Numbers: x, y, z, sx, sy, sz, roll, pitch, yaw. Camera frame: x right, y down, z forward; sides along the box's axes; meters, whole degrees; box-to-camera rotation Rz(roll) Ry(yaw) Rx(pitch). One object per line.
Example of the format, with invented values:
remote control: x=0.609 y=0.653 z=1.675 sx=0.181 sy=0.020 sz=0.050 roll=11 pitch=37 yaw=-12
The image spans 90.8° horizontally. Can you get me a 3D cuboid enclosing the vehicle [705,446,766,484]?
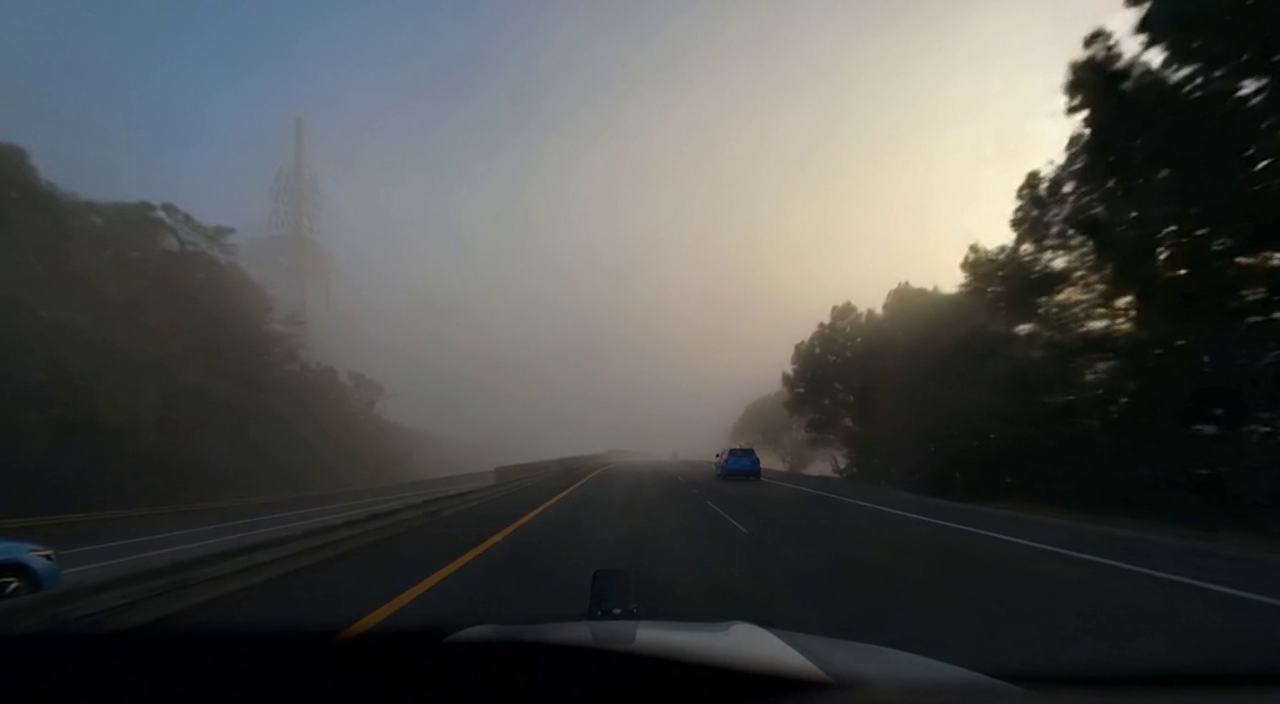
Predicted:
vehicle: x=4.164 y=4.973 z=28.138 sx=2.030 sy=1.526 sz=4.165 roll=0 pitch=-8 yaw=0
